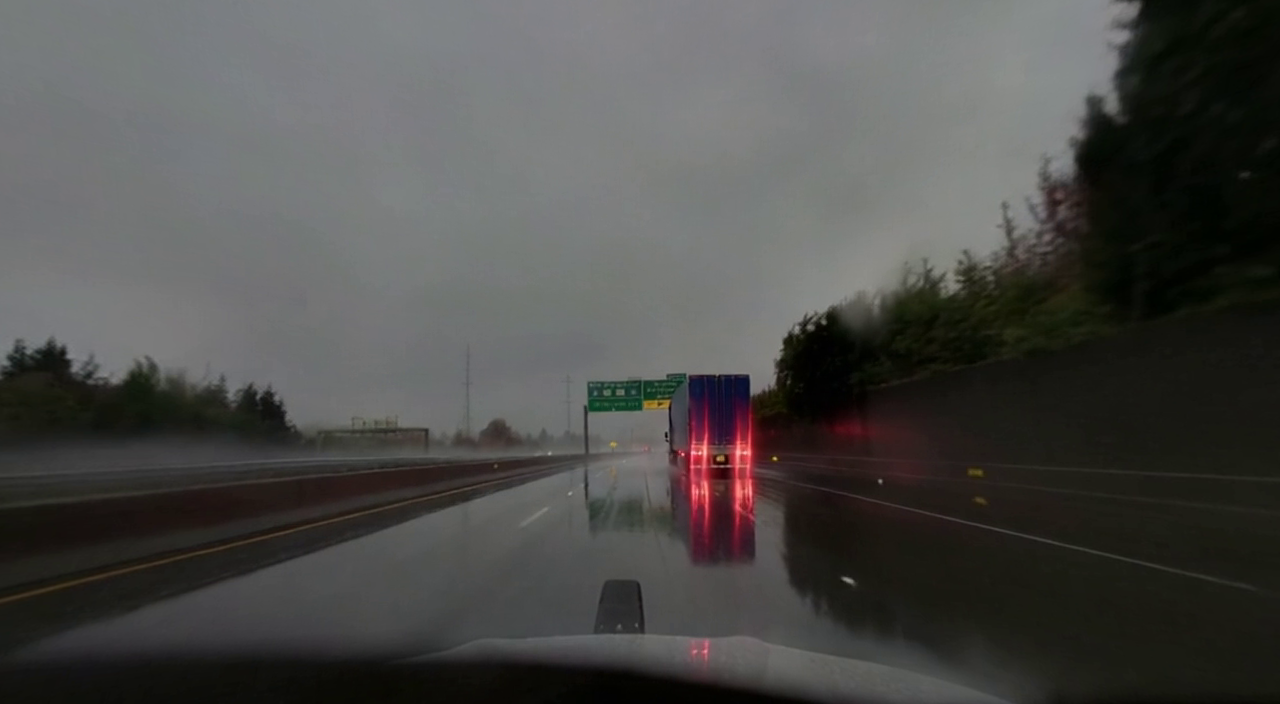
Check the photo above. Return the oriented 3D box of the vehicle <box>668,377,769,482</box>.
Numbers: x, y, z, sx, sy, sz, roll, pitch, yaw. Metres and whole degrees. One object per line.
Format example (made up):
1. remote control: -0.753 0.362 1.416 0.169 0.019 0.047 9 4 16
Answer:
1. vehicle: 3.346 4.106 31.619 3.244 4.020 14.561 0 -9 0
